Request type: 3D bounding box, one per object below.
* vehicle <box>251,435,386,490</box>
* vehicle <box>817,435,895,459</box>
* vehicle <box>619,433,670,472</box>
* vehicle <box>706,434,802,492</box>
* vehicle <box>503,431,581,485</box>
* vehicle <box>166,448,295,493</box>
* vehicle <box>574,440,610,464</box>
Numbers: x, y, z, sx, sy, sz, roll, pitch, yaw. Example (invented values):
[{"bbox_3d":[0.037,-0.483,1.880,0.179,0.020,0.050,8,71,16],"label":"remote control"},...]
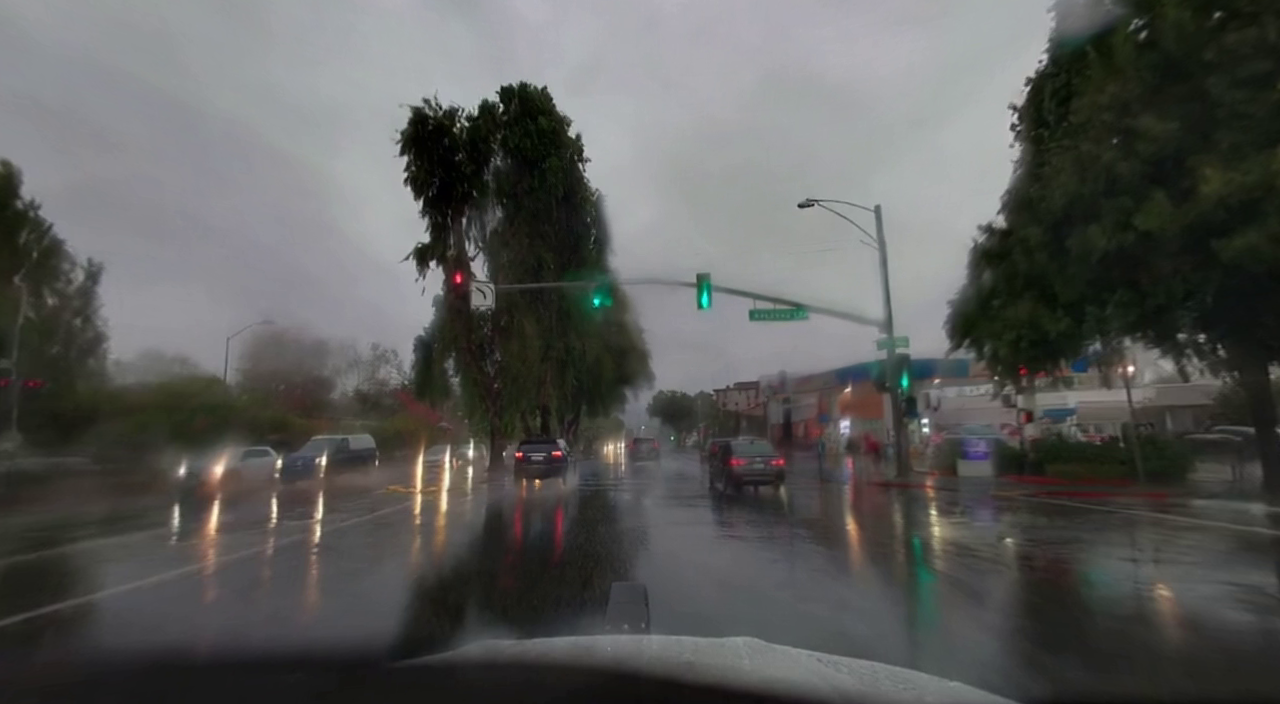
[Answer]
[{"bbox_3d":[-11.737,4.043,23.571,2.133,1.788,5.468,0,-8,0],"label":"vehicle"},{"bbox_3d":[15.466,6.805,45.157,4.949,1.587,1.860,-5,-10,30],"label":"vehicle"},{"bbox_3d":[0.201,4.685,29.555,2.192,1.674,4.124,0,-8,0],"label":"vehicle"},{"bbox_3d":[3.239,3.243,18.848,1.919,1.502,4.572,0,-8,-1],"label":"vehicle"},{"bbox_3d":[-3.219,3.587,21.537,1.988,1.645,3.995,0,-8,1],"label":"vehicle"},{"bbox_3d":[-15.152,4.361,23.651,2.038,1.512,4.072,0,-8,1],"label":"vehicle"},{"bbox_3d":[-3.066,6.494,41.217,1.901,1.483,4.372,0,-8,1],"label":"vehicle"}]
